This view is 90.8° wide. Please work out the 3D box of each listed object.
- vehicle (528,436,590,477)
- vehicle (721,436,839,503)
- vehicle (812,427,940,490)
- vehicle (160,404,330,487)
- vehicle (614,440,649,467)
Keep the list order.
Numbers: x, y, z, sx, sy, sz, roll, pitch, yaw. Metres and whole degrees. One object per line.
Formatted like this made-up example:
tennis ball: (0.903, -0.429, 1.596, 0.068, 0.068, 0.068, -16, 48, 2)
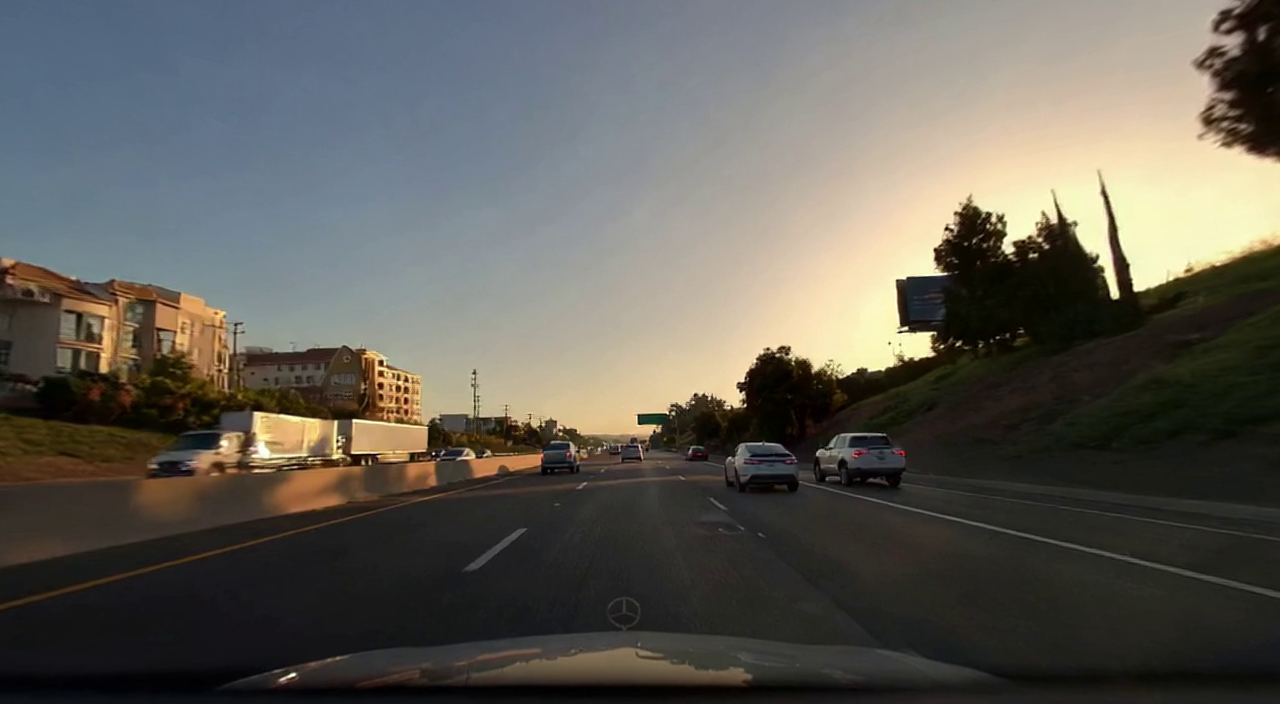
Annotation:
vehicle: (-3.699, 4.895, 29.738, 2.256, 1.756, 4.745, 0, -9, 0)
vehicle: (3.520, 3.055, 16.842, 1.987, 1.509, 4.512, 0, -9, -1)
vehicle: (7.452, 3.428, 20.622, 2.176, 1.793, 4.841, 0, -9, -2)
vehicle: (-18.067, 4.397, 29.757, 3.120, 3.378, 7.577, 0, -9, -1)
vehicle: (-0.561, 6.691, 41.627, 2.191, 1.685, 4.015, 0, -9, 0)
